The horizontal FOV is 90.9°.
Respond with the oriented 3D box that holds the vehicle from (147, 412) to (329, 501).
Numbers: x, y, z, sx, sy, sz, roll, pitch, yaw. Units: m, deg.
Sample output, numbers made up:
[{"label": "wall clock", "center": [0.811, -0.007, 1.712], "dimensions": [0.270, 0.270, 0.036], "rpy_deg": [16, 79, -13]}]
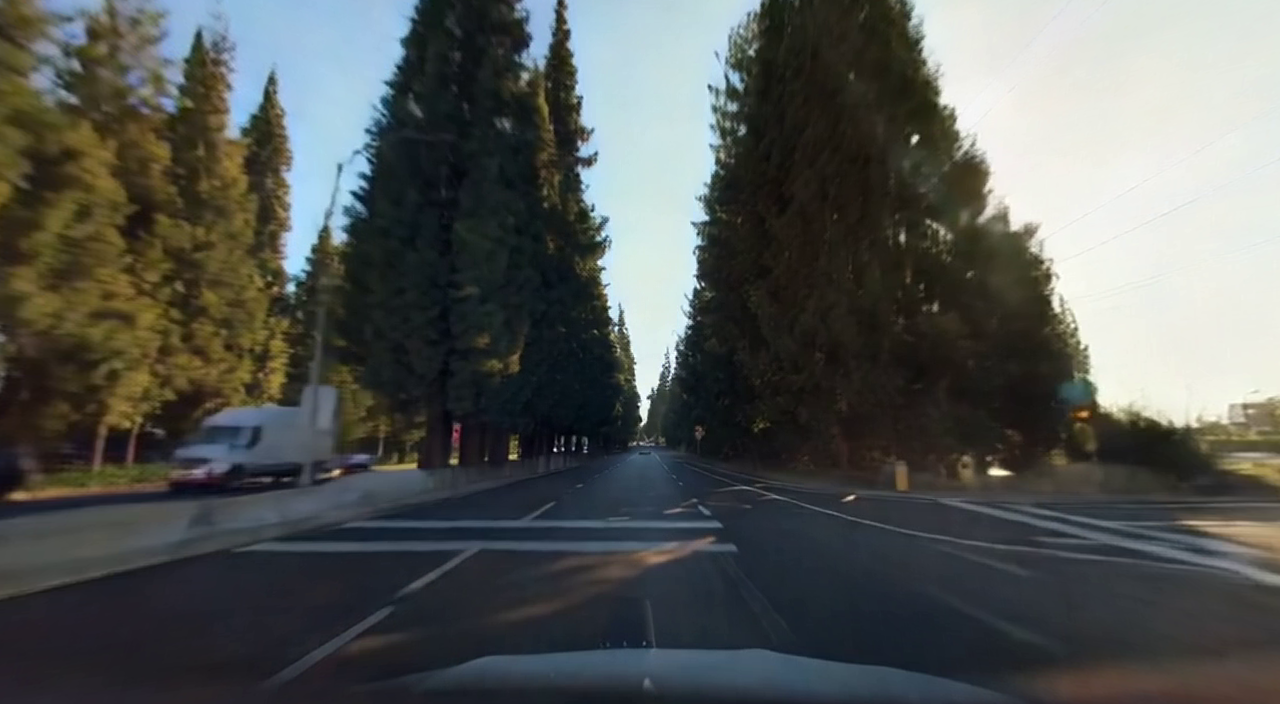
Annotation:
[{"label": "vehicle", "center": [-13.347, 3.522, 21.599], "dimensions": [2.305, 2.620, 5.830], "rpy_deg": [0, -8, 0]}]
